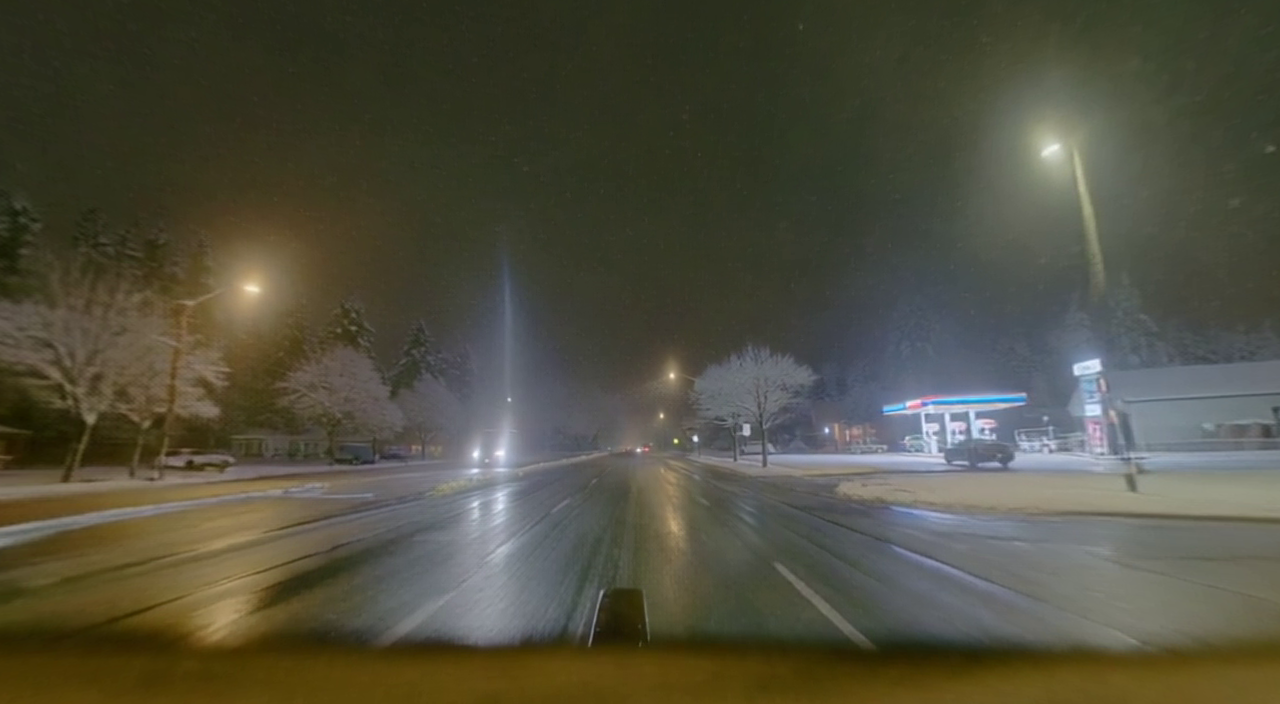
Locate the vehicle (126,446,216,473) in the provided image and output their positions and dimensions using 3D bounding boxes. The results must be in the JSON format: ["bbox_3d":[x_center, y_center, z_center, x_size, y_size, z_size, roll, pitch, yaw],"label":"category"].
[{"bbox_3d":[-31.036,7.091,41.895,4.290,1.701,2.002,0,-9,-4],"label":"vehicle"}]

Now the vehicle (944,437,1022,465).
[{"bbox_3d":[19.245,5.579,35.669,1.994,1.452,4.227,0,-8,0],"label":"vehicle"}]
